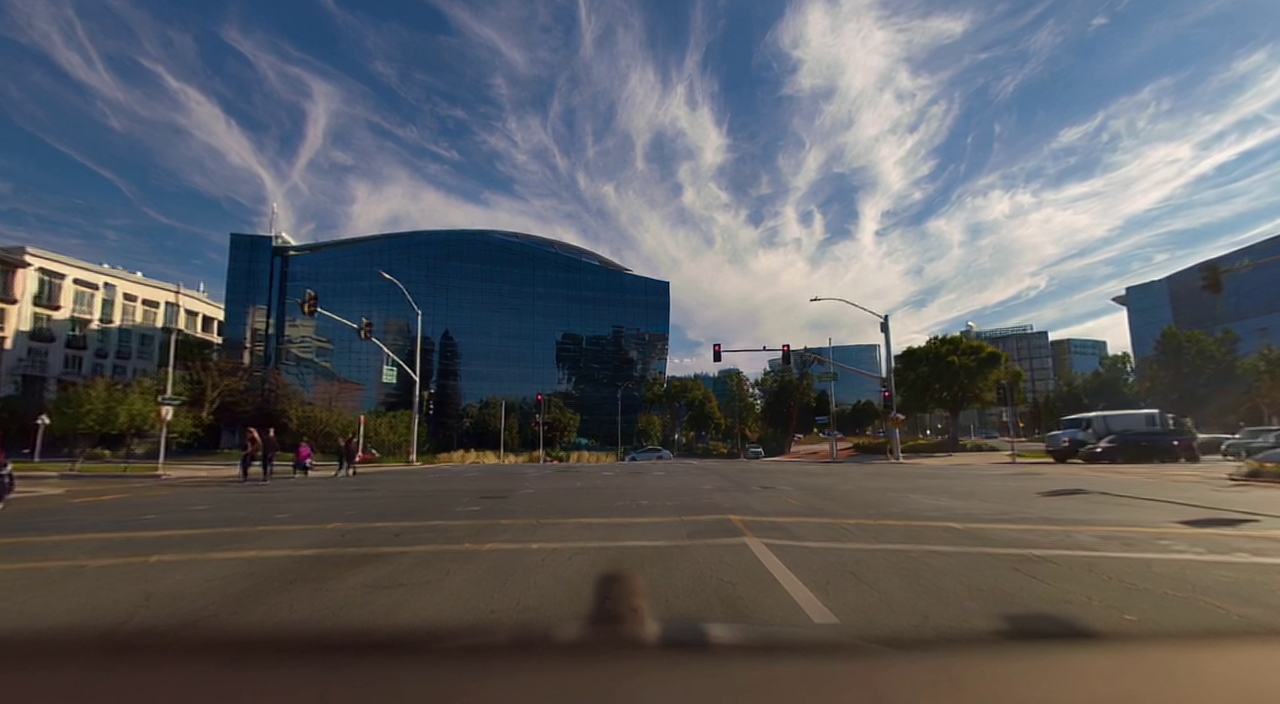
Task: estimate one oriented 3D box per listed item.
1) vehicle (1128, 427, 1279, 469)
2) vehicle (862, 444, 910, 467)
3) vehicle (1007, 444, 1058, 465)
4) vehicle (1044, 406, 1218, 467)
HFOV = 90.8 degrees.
[{"bbox_3d":[21.366,3.567,23.485,4.740,1.464,1.876,-1,-9,3],"label":"vehicle"},{"bbox_3d":[17.557,7.379,45.282,1.789,1.557,4.293,0,-9,1],"label":"vehicle"},{"bbox_3d":[27.722,7.266,44.755,1.589,1.405,3.633,-1,-9,6],"label":"vehicle"},{"bbox_3d":[22.994,4.014,29.858,5.855,2.746,2.523,-1,-9,4],"label":"vehicle"}]
